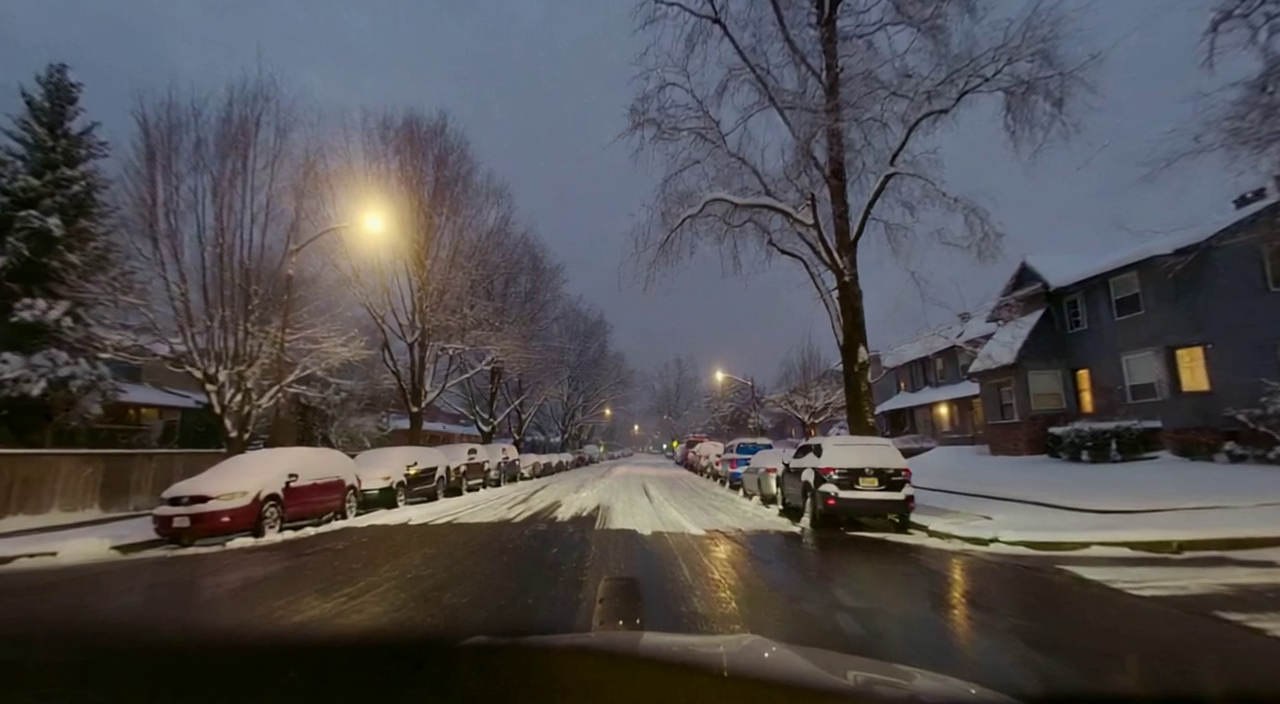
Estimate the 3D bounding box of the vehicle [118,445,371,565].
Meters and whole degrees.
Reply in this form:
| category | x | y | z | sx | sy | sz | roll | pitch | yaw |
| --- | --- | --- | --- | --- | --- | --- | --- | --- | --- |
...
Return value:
| category | x | y | z | sx | sy | sz | roll | pitch | yaw |
| --- | --- | --- | --- | --- | --- | --- | --- | --- | --- |
| vehicle | -7.179 | 2.729 | 12.210 | 1.898 | 1.715 | 4.537 | -3 | -8 | 2 |

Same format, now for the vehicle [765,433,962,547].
| category | x | y | z | sx | sy | sz | roll | pitch | yaw |
| --- | --- | --- | --- | --- | --- | --- | --- | --- | --- |
| vehicle | 3.951 | 2.510 | 12.315 | 1.903 | 1.714 | 5.092 | 0 | -9 | -1 |
